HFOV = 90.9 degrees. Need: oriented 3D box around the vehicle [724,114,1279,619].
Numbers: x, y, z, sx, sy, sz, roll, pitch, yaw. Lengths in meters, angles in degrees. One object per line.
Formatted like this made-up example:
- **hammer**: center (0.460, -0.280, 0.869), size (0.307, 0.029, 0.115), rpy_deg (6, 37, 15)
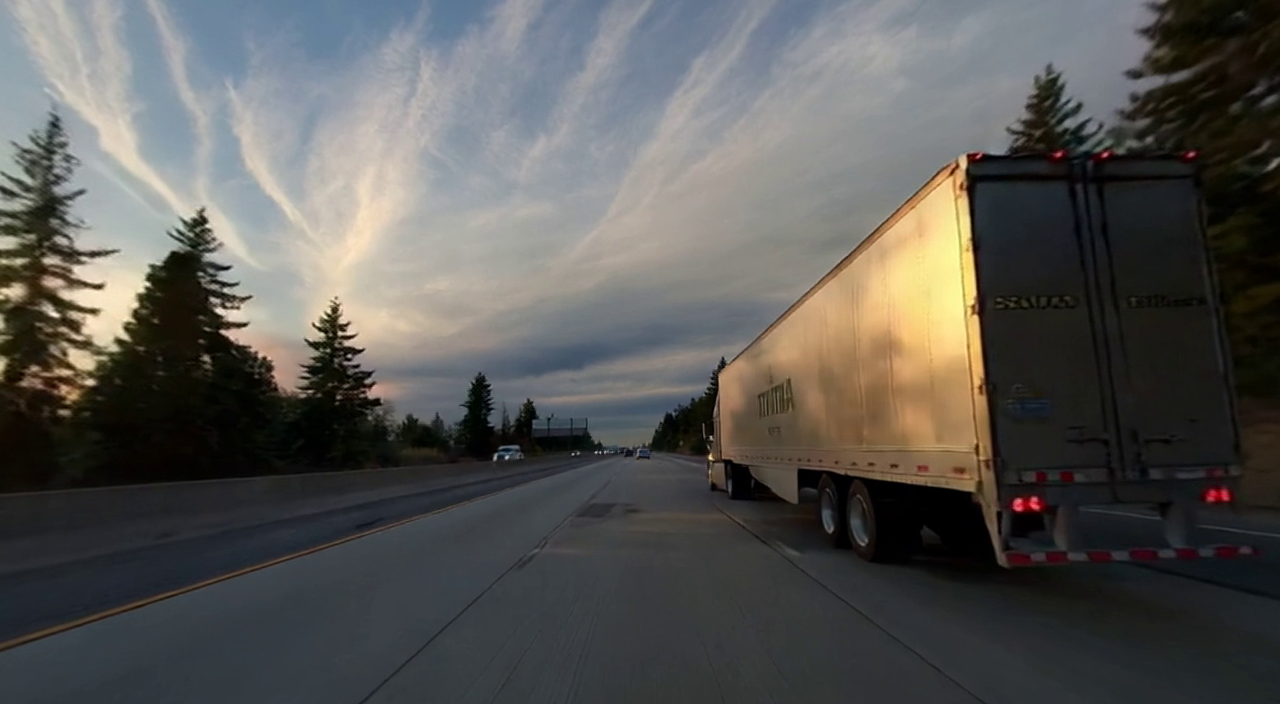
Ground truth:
- **vehicle**: center (4.123, 1.099, 12.019), size (2.947, 4.020, 14.220), rpy_deg (0, -9, -1)
